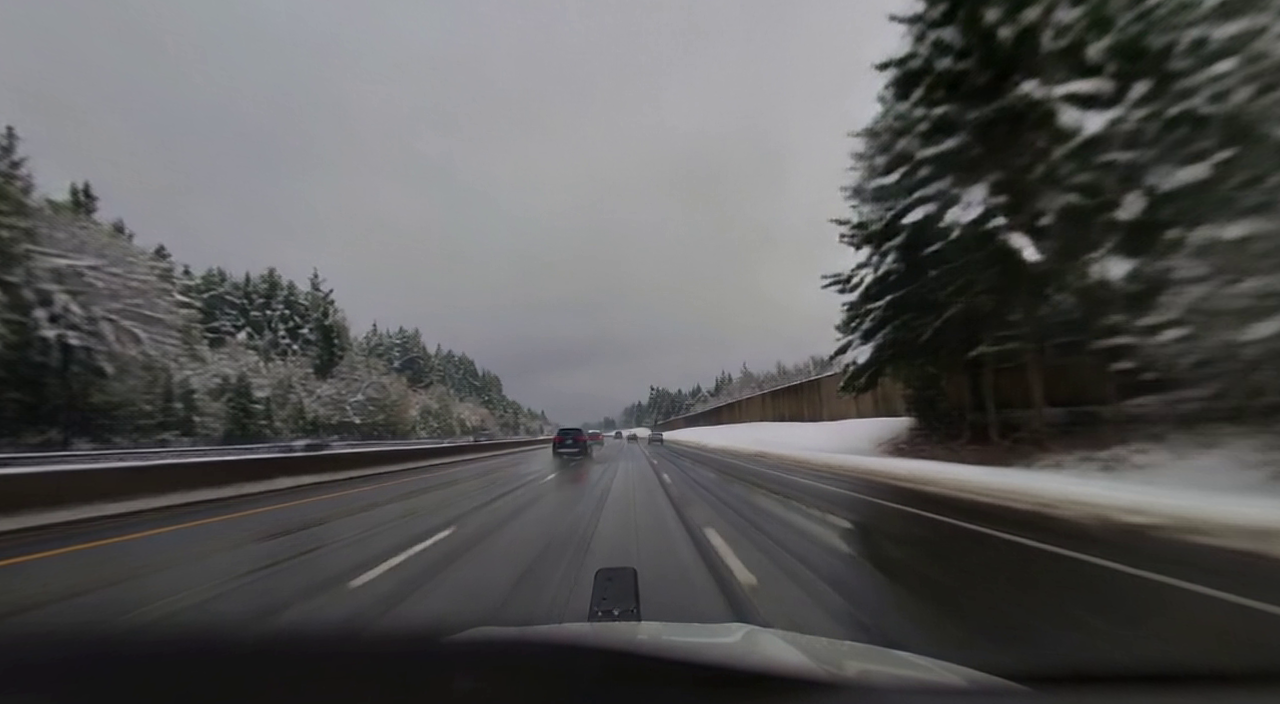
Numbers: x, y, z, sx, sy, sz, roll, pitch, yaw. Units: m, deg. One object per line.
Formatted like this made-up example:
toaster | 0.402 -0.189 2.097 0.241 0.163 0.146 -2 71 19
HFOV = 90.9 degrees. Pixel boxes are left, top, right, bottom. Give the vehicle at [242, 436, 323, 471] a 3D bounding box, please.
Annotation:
vehicle | -18.065 5.124 32.045 1.780 1.624 3.976 0 -8 0

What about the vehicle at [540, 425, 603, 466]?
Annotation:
vehicle | -3.043 4.268 28.972 2.306 1.730 4.606 0 -8 1
